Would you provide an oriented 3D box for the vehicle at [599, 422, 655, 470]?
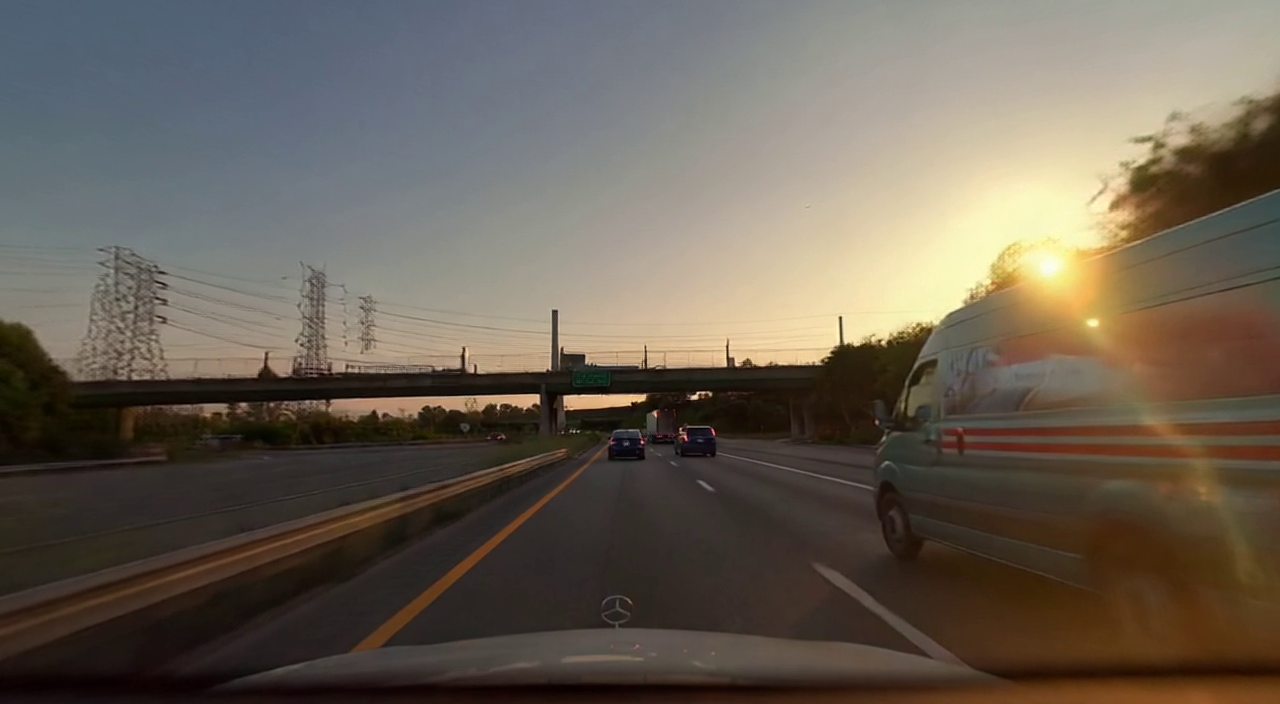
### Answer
[{"bbox_3d":[-0.544,3.770,25.480,2.073,1.750,4.116,0,-8,-2],"label":"vehicle"}]

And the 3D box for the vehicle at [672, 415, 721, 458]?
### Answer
[{"bbox_3d":[3.440,5.276,39.386,2.387,2.506,5.374,0,-8,-2],"label":"vehicle"}]
